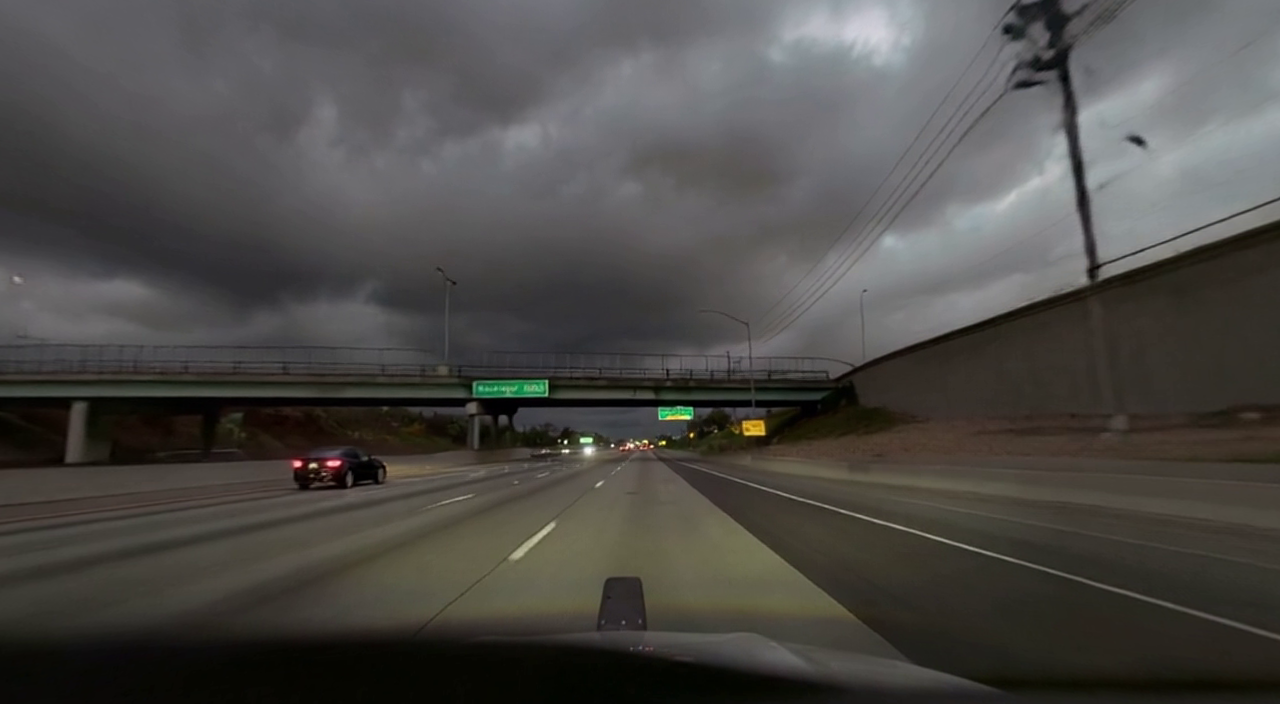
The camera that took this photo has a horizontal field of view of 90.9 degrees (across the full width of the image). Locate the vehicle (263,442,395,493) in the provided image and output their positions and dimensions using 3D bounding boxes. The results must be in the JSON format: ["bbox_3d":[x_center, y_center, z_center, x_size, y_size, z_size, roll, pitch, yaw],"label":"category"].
[{"bbox_3d":[-10.172,3.780,21.117,2.056,1.476,4.562,0,-8,1],"label":"vehicle"}]
